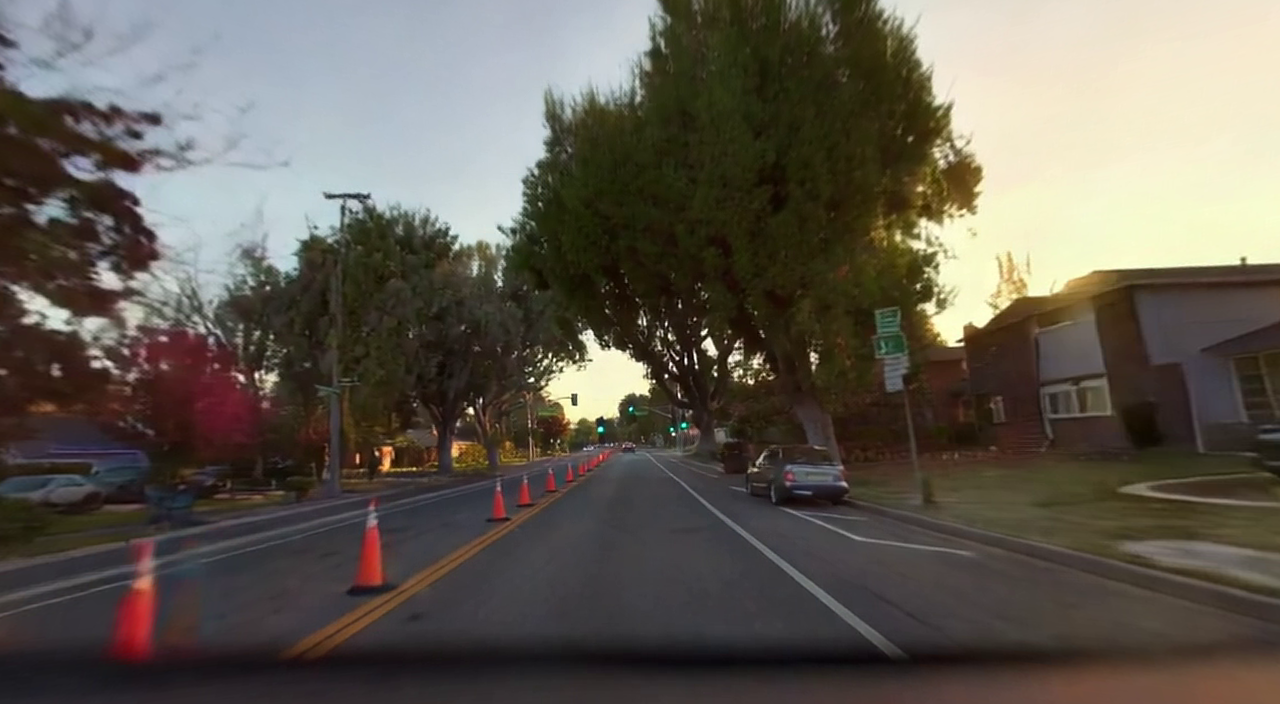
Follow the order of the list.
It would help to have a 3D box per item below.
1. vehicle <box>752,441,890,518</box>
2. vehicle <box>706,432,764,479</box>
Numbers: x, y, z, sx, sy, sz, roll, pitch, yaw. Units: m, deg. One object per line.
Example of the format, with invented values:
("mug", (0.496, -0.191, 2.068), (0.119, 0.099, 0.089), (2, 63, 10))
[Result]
("vehicle", (3.841, 2.775, 14.329), (1.870, 1.441, 4.539), (-1, -9, 1))
("vehicle", (4.113, 4.557, 27.995), (2.241, 1.935, 3.270), (-1, -9, 4))
